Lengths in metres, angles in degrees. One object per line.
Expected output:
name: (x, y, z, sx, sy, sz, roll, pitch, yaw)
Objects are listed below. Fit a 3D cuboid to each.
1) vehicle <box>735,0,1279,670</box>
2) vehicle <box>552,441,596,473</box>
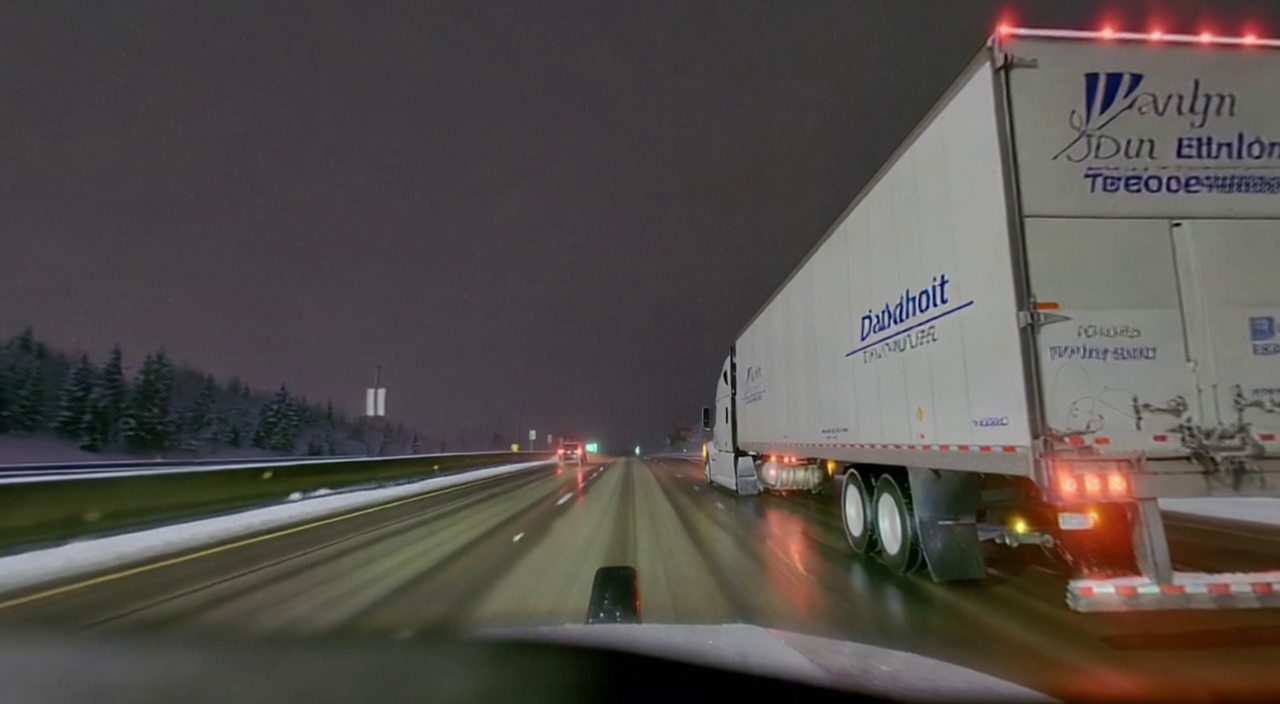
vehicle: (3.935, 0.634, 10.111, 2.962, 4.132, 12.720, 0, -8, 0)
vehicle: (-3.624, 5.795, 35.236, 2.030, 1.657, 3.926, 0, -8, 0)
